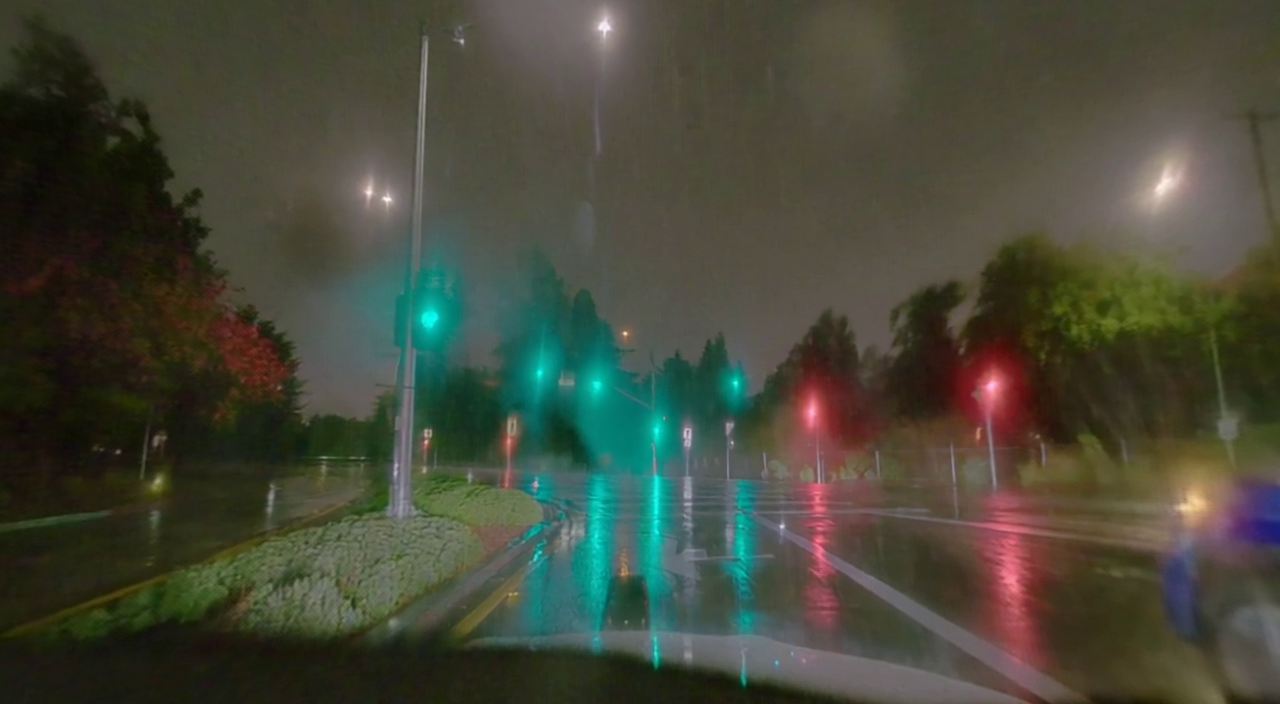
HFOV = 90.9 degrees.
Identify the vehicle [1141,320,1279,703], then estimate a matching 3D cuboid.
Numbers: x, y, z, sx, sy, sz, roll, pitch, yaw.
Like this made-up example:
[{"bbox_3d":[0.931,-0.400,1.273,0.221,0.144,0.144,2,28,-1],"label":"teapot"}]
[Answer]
[{"bbox_3d":[3.773,0.507,0.780,2.284,1.788,4.871,-1,-8,0],"label":"vehicle"}]
